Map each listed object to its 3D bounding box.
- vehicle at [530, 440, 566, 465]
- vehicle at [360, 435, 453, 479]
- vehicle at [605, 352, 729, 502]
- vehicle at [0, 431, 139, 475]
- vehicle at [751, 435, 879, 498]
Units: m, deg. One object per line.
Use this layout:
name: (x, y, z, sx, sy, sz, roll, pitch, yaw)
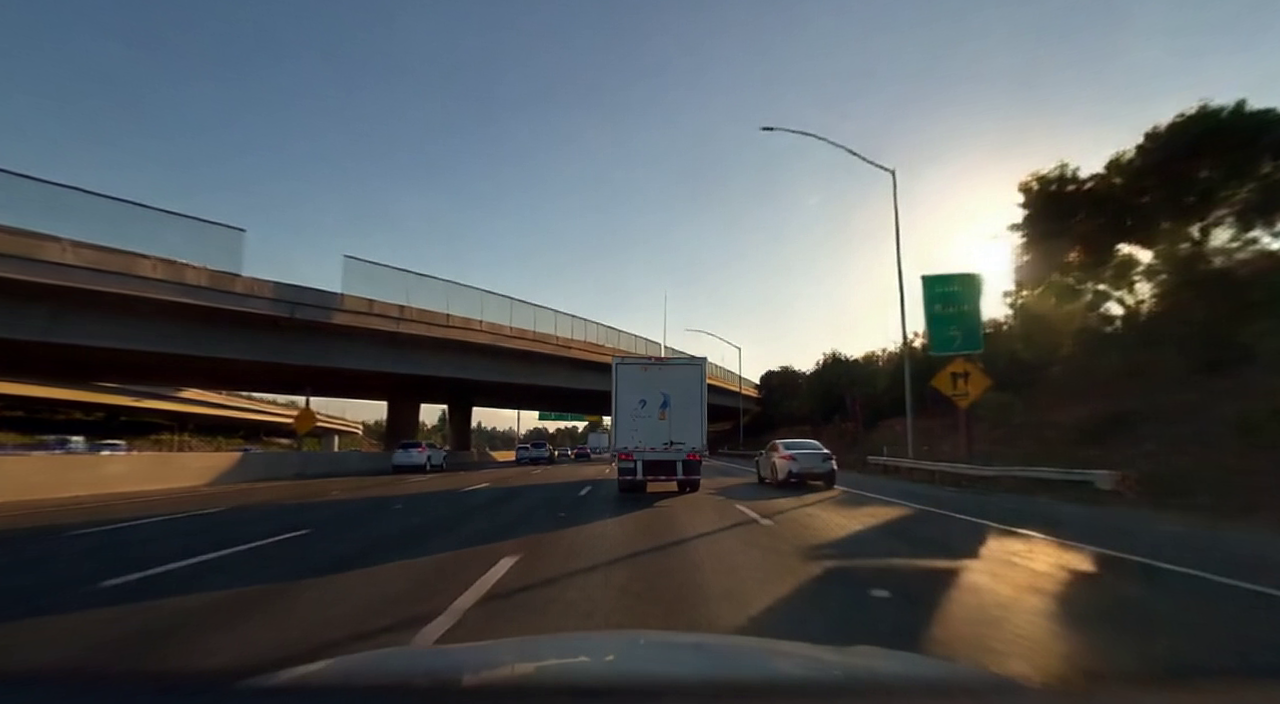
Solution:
vehicle: (-7.131, 7.865, 49.402, 2.125, 1.793, 4.892, 0, -9, 0)
vehicle: (-10.403, 4.709, 28.644, 2.217, 1.797, 5.226, 0, -9, 0)
vehicle: (0.532, 2.577, 20.526, 2.916, 3.584, 10.841, 0, -9, -1)
vehicle: (-37.828, 6.706, 42.290, 2.473, 2.570, 7.957, 0, -8, -5)
vehicle: (4.671, 3.132, 17.708, 2.108, 1.508, 4.744, 0, -9, -1)
